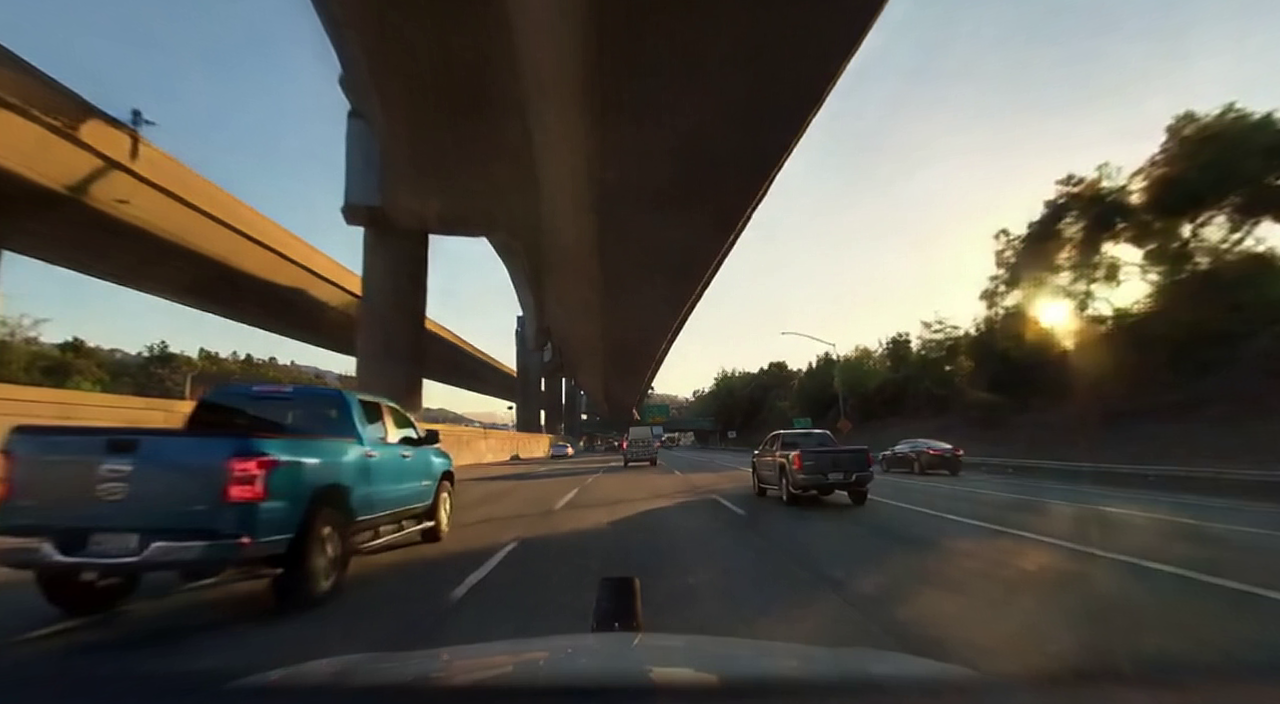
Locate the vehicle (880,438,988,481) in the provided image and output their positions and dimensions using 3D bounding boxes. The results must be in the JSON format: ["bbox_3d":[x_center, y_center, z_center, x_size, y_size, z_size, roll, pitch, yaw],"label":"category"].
[{"bbox_3d":[10.978,4.036,23.972,1.961,1.480,4.331,0,-9,-1],"label":"vehicle"}]

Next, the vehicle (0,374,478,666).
[{"bbox_3d":[-3.579,1.364,6.306,2.535,1.715,5.030,0,-9,1],"label":"vehicle"}]

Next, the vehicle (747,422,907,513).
[{"bbox_3d":[3.784,2.419,13.661,2.119,1.653,4.000,0,-9,-1],"label":"vehicle"}]

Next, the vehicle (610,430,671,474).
[{"bbox_3d":[0.039,4.651,29.614,2.572,1.837,5.693,0,-9,0],"label":"vehicle"}]
